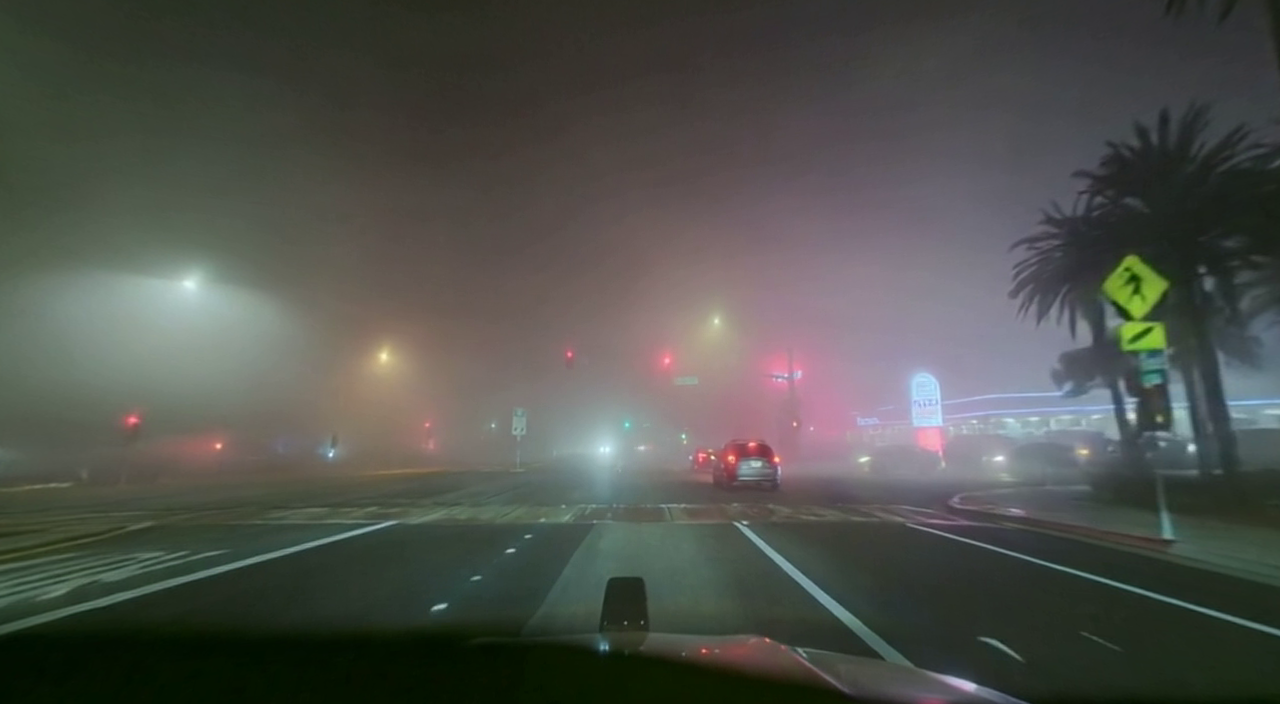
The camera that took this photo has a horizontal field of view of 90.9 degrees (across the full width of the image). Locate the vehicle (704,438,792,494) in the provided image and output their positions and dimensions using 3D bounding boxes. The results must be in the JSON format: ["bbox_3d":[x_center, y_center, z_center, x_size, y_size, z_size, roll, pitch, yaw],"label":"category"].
[{"bbox_3d":[3.242,3.495,19.760,1.931,1.534,4.126,0,-8,-1],"label":"vehicle"}]

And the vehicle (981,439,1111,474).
[{"bbox_3d":[18.288,4.720,28.541,4.462,1.474,2.083,0,-8,-1],"label":"vehicle"}]

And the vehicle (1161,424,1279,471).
[{"bbox_3d":[27.199,4.277,28.093,5.803,1.983,2.284,0,-9,1],"label":"vehicle"}]

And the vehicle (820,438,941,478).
[{"bbox_3d":[10.526,4.661,27.888,4.448,1.640,2.160,0,-8,-1],"label":"vehicle"}]
